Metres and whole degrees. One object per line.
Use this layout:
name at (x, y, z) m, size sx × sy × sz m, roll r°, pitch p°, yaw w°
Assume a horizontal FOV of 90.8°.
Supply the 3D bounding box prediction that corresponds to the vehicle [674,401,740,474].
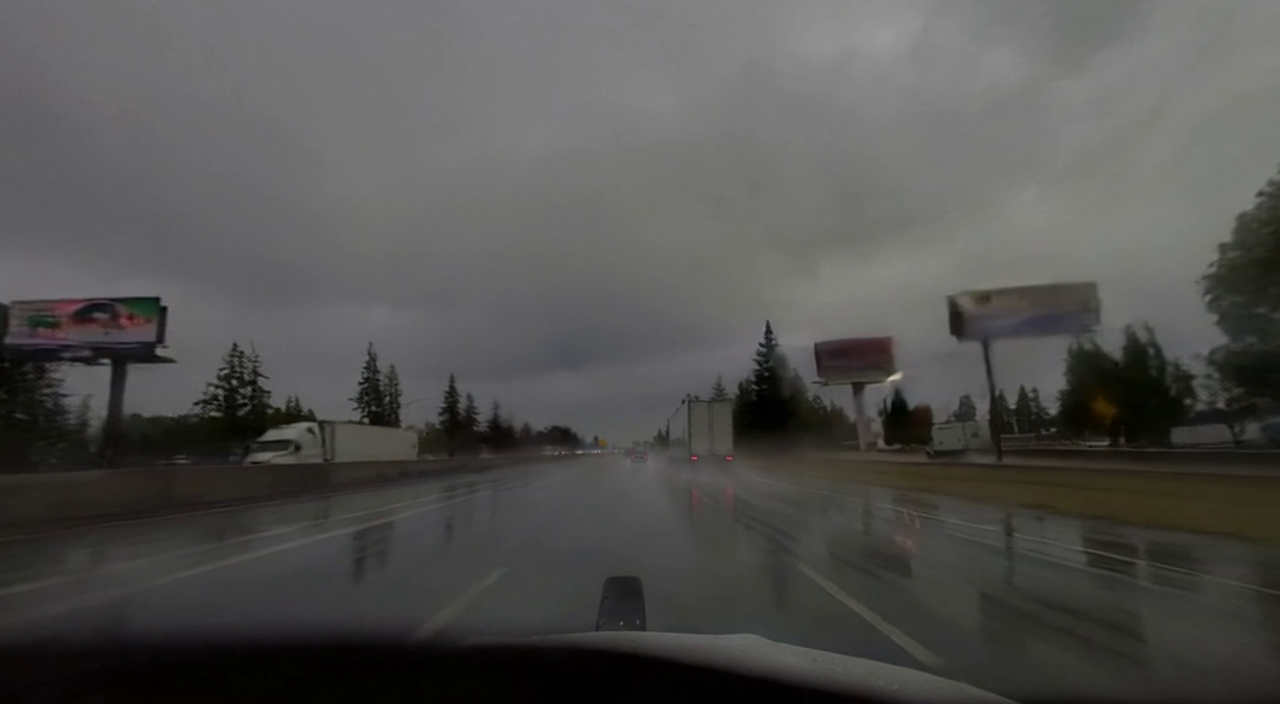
vehicle at (4.281, 5.974, 43.460) m, size 3.058 × 4.312 × 12.251 m, roll 0°, pitch -9°, yaw 0°

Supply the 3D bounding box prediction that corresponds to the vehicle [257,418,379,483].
vehicle at (-20.390, 6.337, 40.649) m, size 3.723 × 3.739 × 7.536 m, roll 0°, pitch -9°, yaw 0°
